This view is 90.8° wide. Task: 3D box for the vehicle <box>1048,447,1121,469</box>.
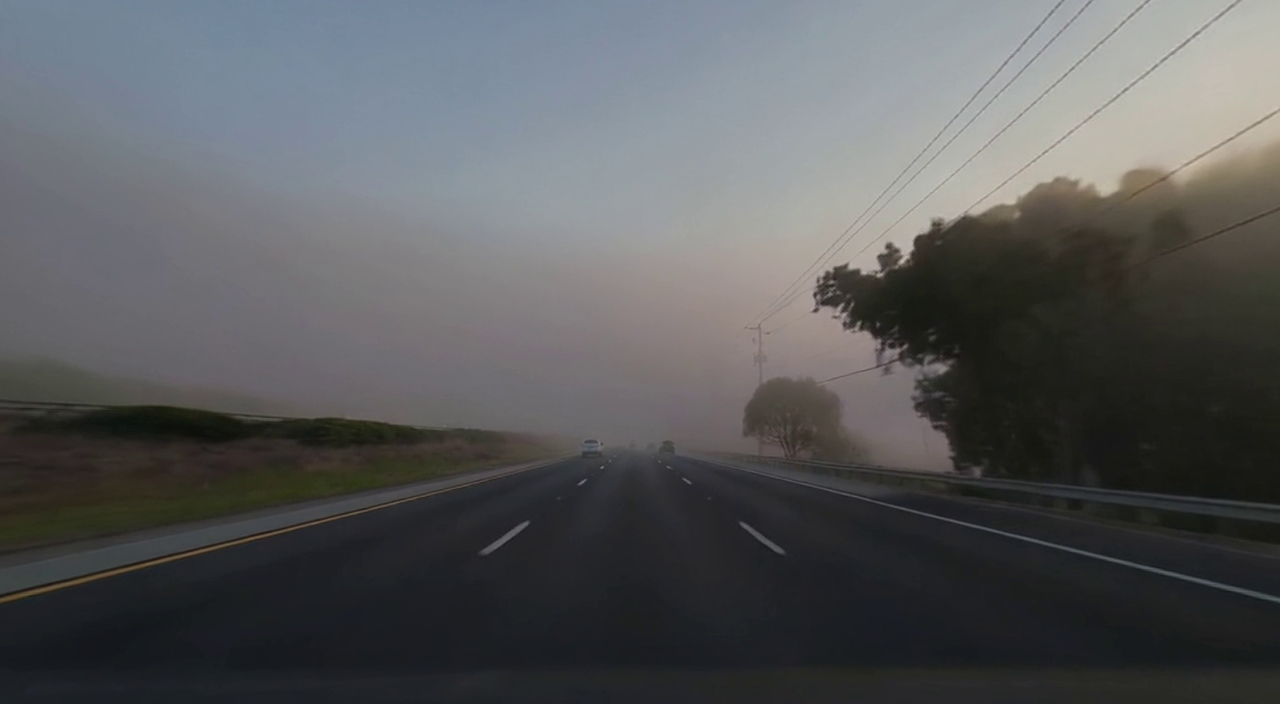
[{"bbox_3d":[33.277,7.902,47.511,1.874,1.546,5.052,0,-8,0],"label":"vehicle"}]
